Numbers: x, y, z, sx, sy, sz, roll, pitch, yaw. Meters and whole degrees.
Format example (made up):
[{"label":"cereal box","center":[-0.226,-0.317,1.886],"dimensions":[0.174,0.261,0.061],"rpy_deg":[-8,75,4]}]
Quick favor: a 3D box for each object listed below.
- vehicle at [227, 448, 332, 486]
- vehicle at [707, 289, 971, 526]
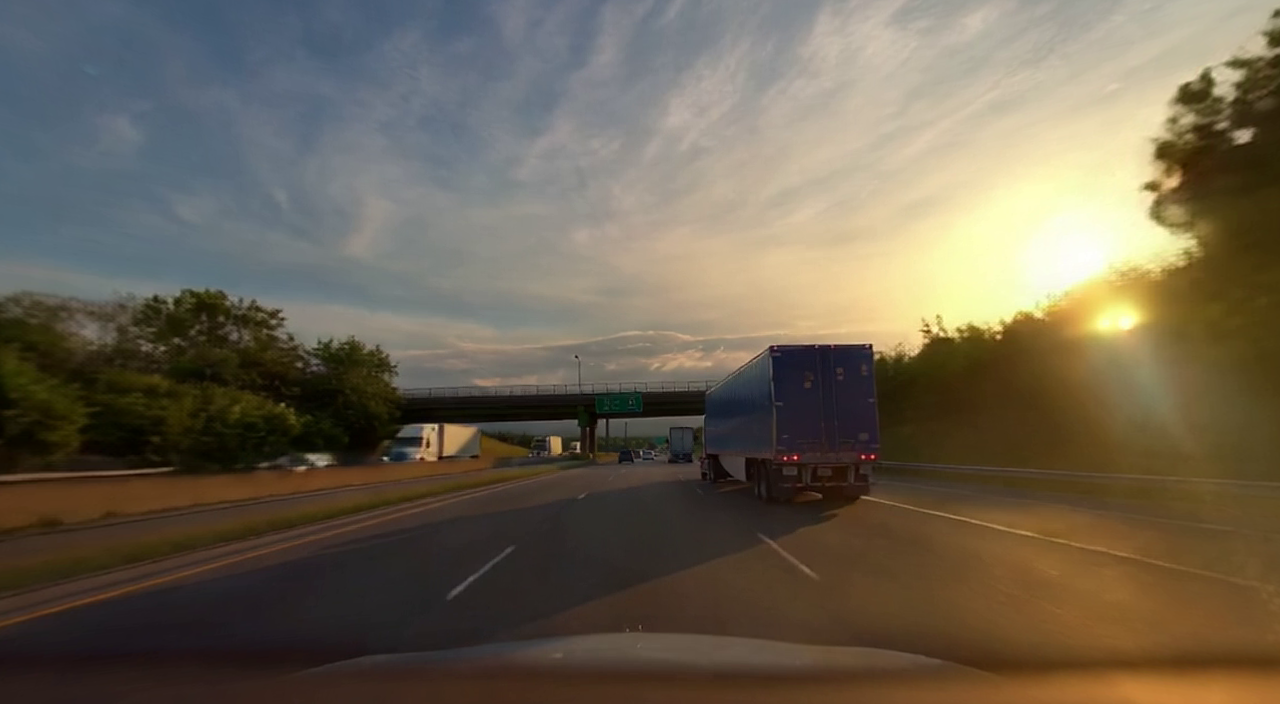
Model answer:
[{"label":"vehicle","center":[-14.725,4.698,26.058],"dimensions":[1.923,1.444,4.006],"rpy_deg":[0,-9,1]},{"label":"vehicle","center":[4.094,1.996,17.833],"dimensions":[2.825,4.054,14.210],"rpy_deg":[0,-9,0]}]
